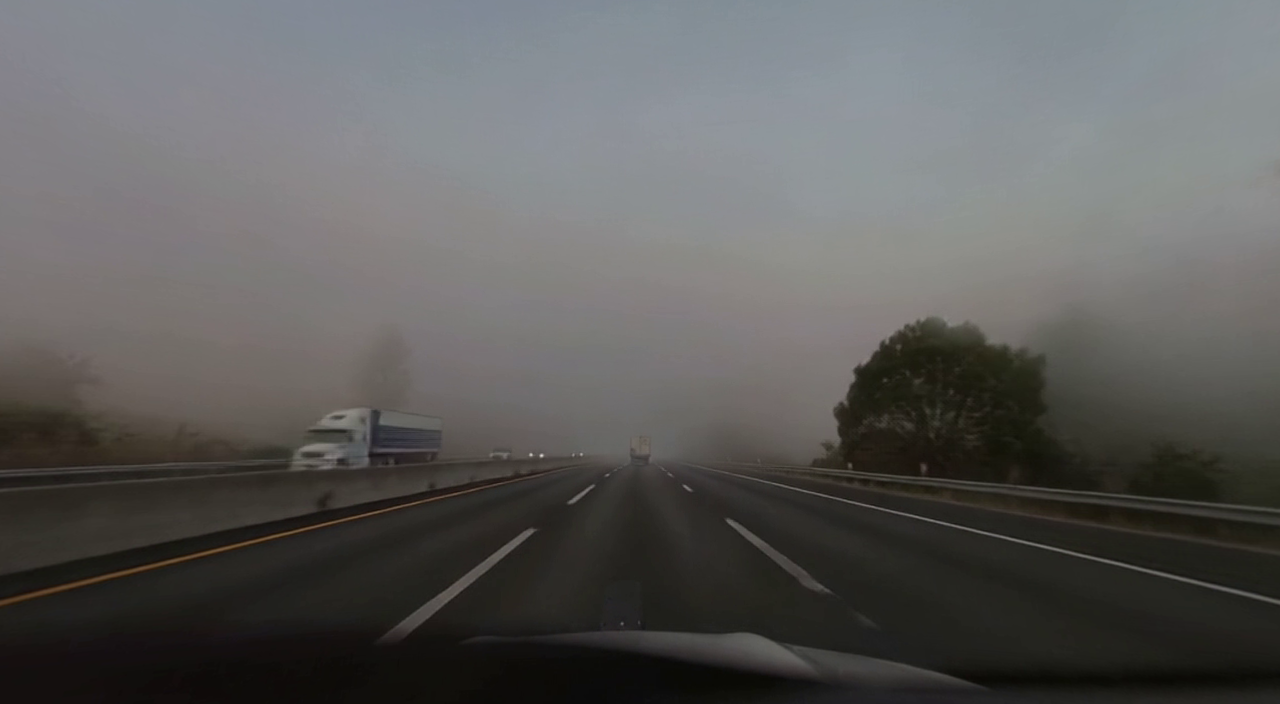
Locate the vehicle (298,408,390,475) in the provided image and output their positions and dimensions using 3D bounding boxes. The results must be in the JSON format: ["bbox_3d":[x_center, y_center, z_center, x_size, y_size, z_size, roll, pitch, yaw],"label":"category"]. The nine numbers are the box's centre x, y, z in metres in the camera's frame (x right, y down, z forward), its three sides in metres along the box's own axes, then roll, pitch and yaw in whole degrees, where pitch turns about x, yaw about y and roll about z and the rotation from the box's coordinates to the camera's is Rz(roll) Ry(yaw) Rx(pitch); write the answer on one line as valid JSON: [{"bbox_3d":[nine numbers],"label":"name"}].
[{"bbox_3d":[-19.009,5.826,40.950,2.979,4.014,5.841,0,-9,1],"label":"vehicle"}]
